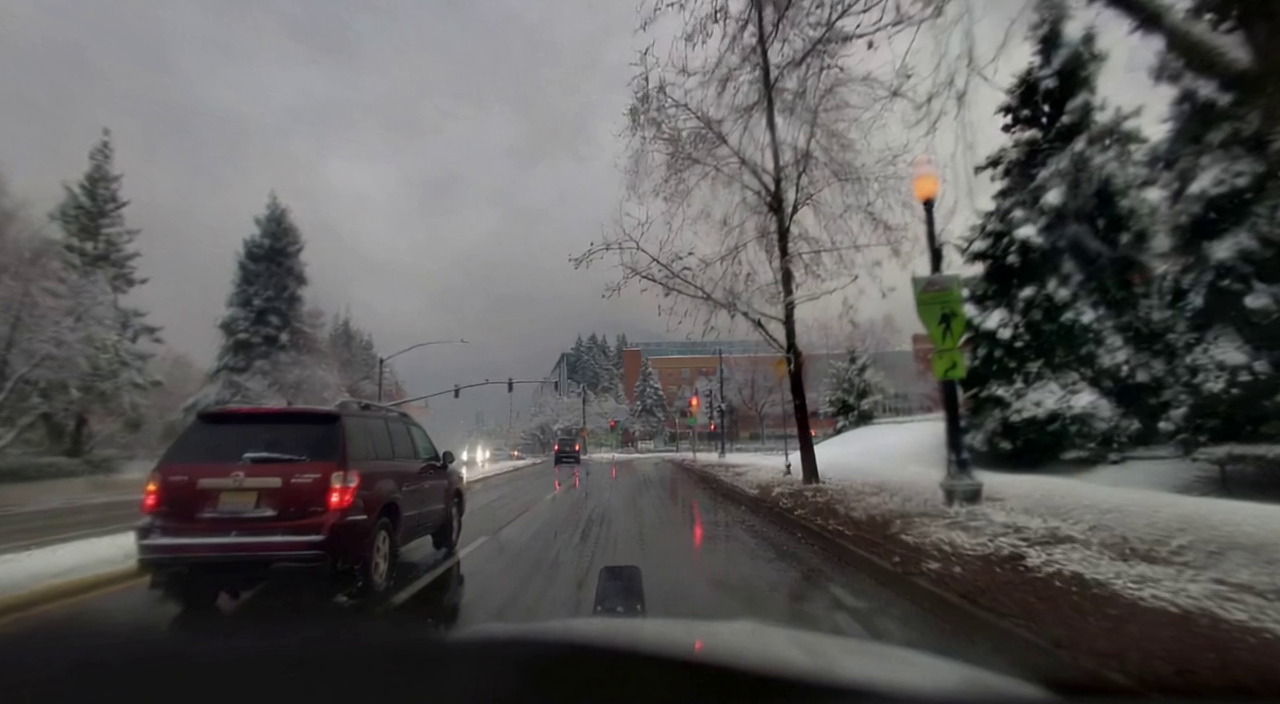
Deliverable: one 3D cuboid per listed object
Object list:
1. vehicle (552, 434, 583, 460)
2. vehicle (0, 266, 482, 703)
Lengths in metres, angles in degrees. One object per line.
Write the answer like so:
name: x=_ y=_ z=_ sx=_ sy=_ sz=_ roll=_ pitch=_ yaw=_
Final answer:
vehicle: x=-5.308 y=7.000 z=46.426 sx=2.134 sy=1.799 sz=5.082 roll=1 pitch=-9 yaw=-6
vehicle: x=-3.346 y=1.023 z=5.301 sx=2.509 sy=1.885 sz=5.831 roll=0 pitch=-9 yaw=0
